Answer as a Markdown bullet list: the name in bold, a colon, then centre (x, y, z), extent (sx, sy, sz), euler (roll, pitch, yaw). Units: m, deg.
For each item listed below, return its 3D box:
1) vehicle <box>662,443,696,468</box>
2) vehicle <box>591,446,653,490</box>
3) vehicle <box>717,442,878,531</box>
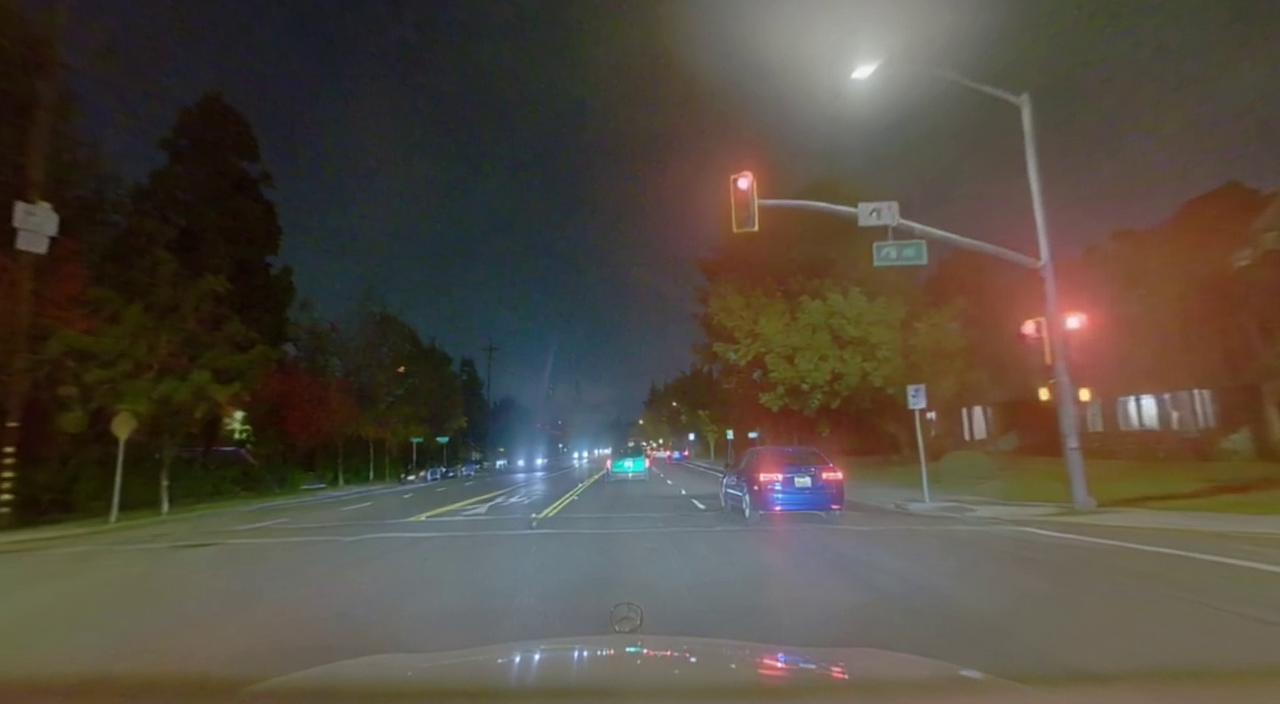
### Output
- **vehicle**: centre (3.014, 8.087, 49.470), extent (2.187, 1.847, 4.553), euler (1, -9, -2)
- **vehicle**: centre (-0.655, 4.262, 23.629), extent (2.114, 1.483, 4.207), euler (0, -8, -2)
- **vehicle**: centre (2.882, 2.564, 12.683), extent (1.973, 1.447, 4.402), euler (0, -9, -2)
